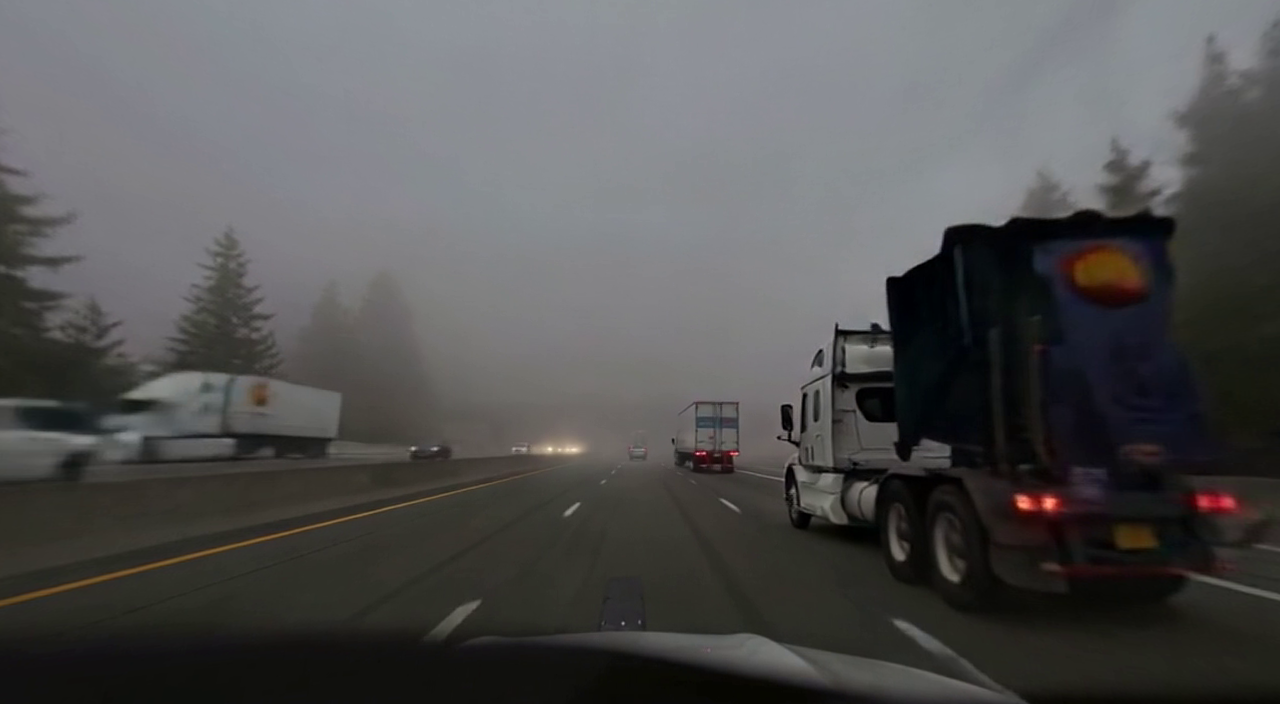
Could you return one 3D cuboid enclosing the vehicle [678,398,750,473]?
[{"bbox_3d":[4.405,5.526,40.963,2.881,3.995,14.382,0,-9,0],"label":"vehicle"}]

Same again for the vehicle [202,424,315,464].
[{"bbox_3d":[-15.479,3.779,25.889,1.849,1.492,4.415,0,-9,1],"label":"vehicle"}]

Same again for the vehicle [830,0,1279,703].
[{"bbox_3d":[4.058,-0.445,1.442,2.922,3.987,14.038,0,-9,0],"label":"vehicle"}]

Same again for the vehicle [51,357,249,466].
[{"bbox_3d":[-19.458,2.563,25.655,2.953,3.927,5.994,0,-9,0],"label":"vehicle"}]
